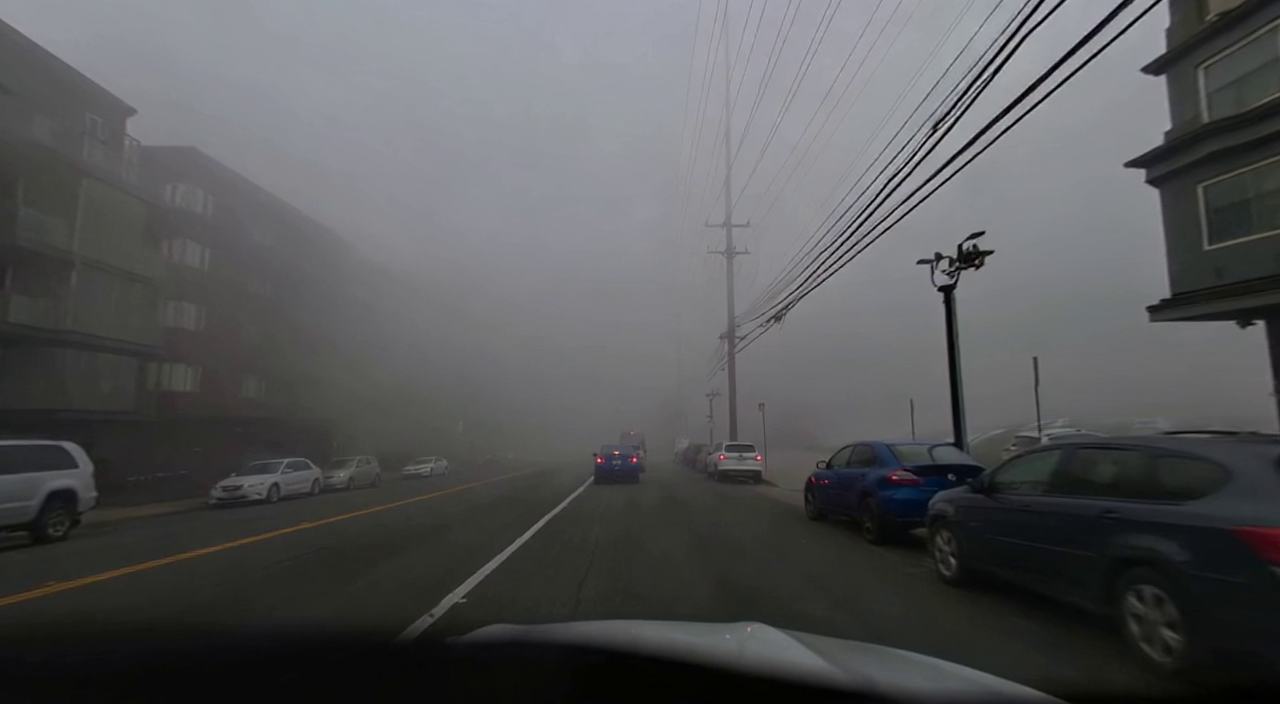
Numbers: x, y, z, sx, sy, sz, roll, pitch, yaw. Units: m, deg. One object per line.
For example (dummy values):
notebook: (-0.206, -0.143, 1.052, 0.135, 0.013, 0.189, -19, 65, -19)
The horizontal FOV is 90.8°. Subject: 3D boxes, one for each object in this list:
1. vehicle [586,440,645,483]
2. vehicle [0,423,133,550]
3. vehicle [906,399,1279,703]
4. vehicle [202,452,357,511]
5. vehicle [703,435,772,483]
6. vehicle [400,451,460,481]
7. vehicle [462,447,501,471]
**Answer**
vehicle: (-0.849, 4.087, 23.844, 2.019, 1.453, 4.603, 0, -9, 0)
vehicle: (-11.833, 2.312, 10.375, 2.312, 2.106, 5.718, -5, -9, 0)
vehicle: (4.017, 1.315, 4.945, 1.941, 1.575, 4.315, 0, -9, 0)
vehicle: (-11.968, 4.299, 21.564, 2.242, 1.534, 5.414, -4, -9, -1)
vehicle: (3.738, 4.201, 25.068, 1.967, 1.721, 4.410, 0, -9, -1)
vehicle: (-12.014, 6.505, 36.404, 1.868, 1.491, 4.367, -4, -9, 1)
vehicle: (-12.071, 8.160, 48.326, 2.011, 1.687, 4.079, -2, -9, -2)
